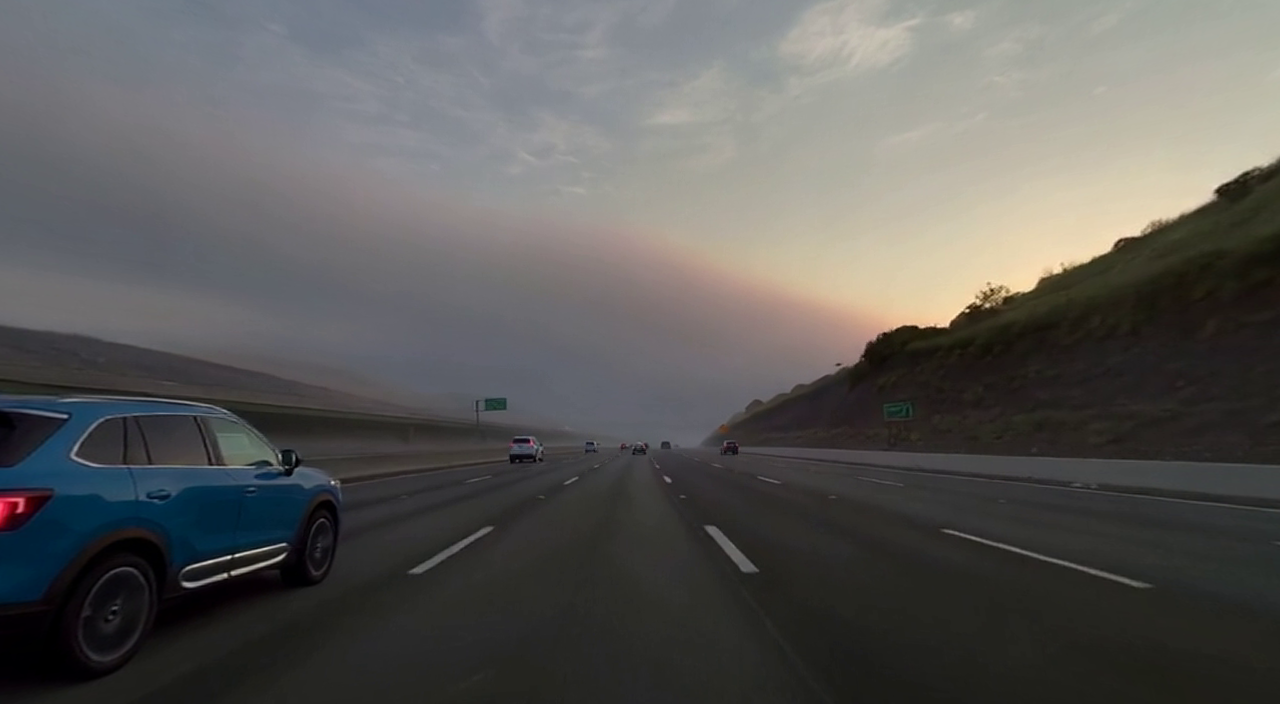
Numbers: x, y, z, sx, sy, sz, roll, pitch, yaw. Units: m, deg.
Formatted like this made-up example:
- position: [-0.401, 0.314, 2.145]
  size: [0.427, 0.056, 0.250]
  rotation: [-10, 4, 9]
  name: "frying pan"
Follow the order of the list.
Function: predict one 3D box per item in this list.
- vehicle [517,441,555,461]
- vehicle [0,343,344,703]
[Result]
- position: [-7.866, 7.538, 48.180]
  size: [2.054, 1.474, 4.450]
  rotation: [0, -9, 1]
  name: "vehicle"
- position: [-3.754, 0.937, 3.404]
  size: [2.047, 1.715, 4.689]
  rotation: [0, -9, 0]
  name: "vehicle"
